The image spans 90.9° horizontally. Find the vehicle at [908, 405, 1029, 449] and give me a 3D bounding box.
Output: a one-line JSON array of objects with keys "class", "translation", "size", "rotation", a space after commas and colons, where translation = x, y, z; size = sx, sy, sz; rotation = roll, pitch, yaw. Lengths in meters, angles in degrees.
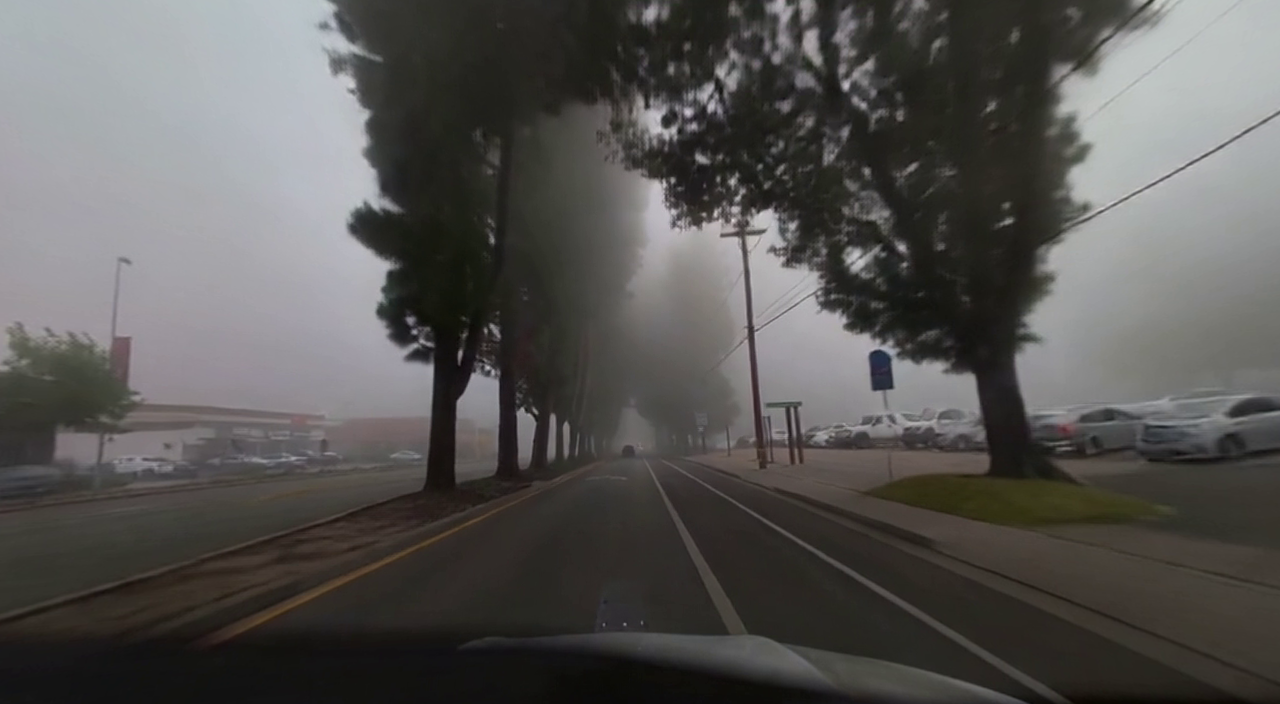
[{"class": "vehicle", "translation": [12.682, 2.938, 24.494], "size": [3.641, 1.524, 1.731], "rotation": [-2, -8, -1]}]

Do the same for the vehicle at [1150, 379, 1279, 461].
[{"class": "vehicle", "translation": [12.585, 1.355, 12.320], "size": [3.712, 1.467, 1.729], "rotation": [0, -8, -1]}]

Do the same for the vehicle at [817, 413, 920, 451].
[{"class": "vehicle", "translation": [12.576, 4.420, 34.927], "size": [4.713, 1.767, 2.268], "rotation": [-3, -7, 1]}]

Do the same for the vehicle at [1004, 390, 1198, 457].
[{"class": "vehicle", "translation": [12.365, 1.965, 17.100], "size": [3.742, 1.560, 1.822], "rotation": [-2, -8, 0]}]
